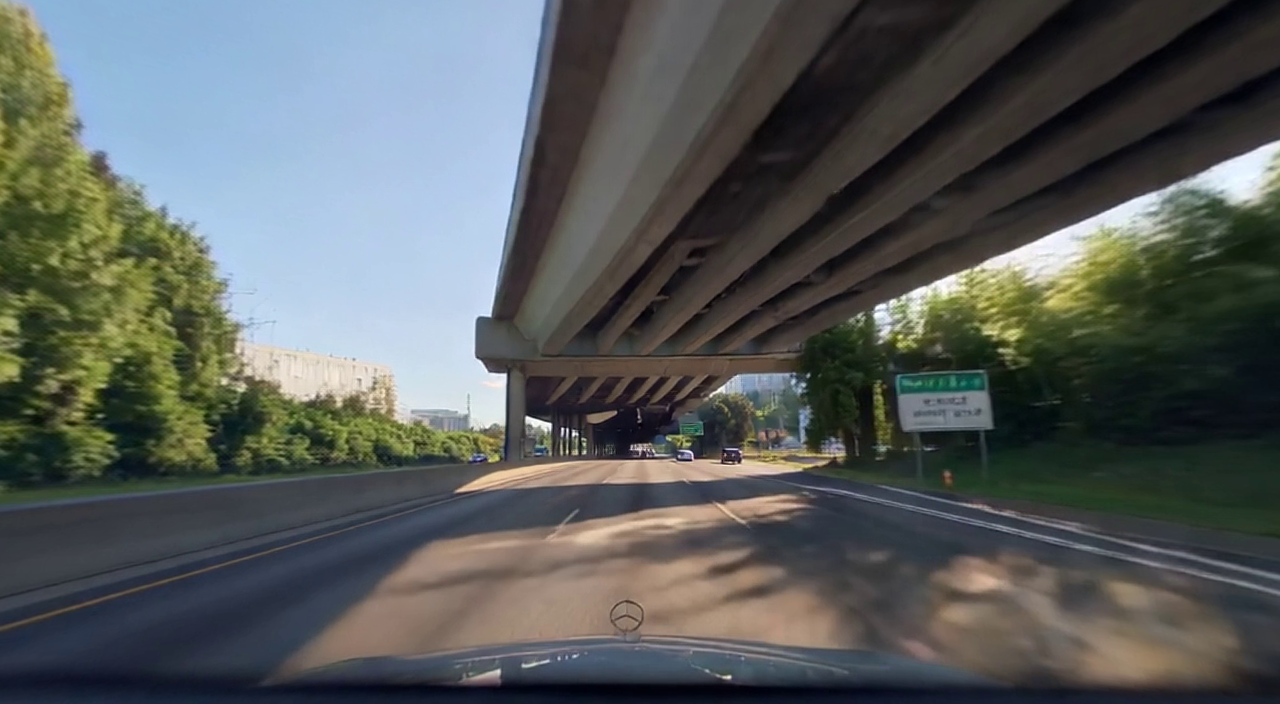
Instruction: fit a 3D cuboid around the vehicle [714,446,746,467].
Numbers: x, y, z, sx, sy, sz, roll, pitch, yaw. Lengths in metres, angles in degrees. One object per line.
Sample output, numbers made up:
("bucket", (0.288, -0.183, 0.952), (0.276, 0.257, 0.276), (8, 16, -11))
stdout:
("vehicle", (6.881, 7.986, 48.498), (1.923, 1.516, 3.815), (0, -9, 0))
